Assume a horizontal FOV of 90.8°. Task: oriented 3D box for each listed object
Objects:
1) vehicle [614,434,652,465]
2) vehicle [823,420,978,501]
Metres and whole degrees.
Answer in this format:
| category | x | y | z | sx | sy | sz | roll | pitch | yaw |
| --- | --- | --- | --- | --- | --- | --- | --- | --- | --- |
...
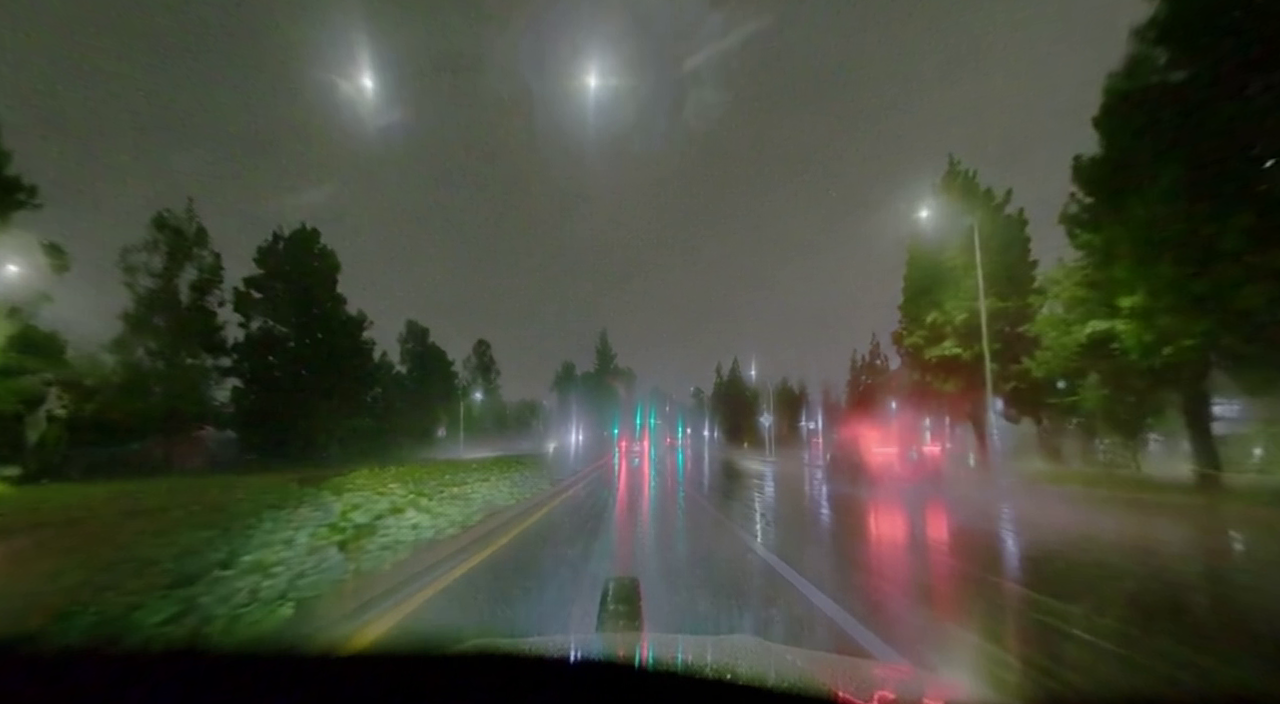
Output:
| category | x | y | z | sx | sy | sz | roll | pitch | yaw |
| --- | --- | --- | --- | --- | --- | --- | --- | --- | --- |
| vehicle | -0.374 | 5.999 | 38.928 | 2.193 | 1.794 | 4.457 | 0 | -8 | 0 |
| vehicle | 6.580 | 2.801 | 16.658 | 2.026 | 1.804 | 4.565 | 0 | -8 | -1 |
